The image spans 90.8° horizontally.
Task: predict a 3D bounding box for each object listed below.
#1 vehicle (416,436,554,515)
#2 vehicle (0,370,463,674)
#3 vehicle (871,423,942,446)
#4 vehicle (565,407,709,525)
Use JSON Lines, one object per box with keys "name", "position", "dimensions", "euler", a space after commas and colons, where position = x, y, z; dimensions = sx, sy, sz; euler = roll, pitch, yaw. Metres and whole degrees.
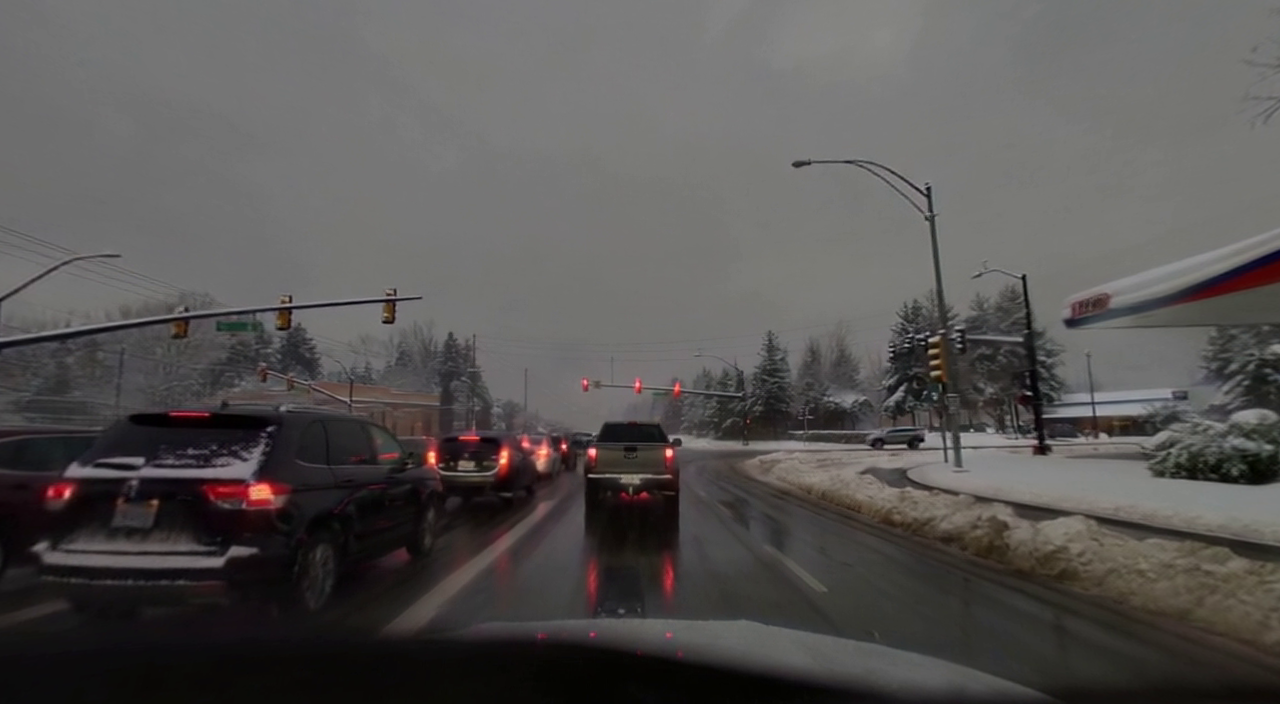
{"name": "vehicle", "position": [-3.112, 2.572, 13.614], "dimensions": [1.881, 1.424, 4.098], "euler": [0, -9, 1]}
{"name": "vehicle", "position": [-3.311, 1.279, 5.798], "dimensions": [2.096, 1.718, 4.266], "euler": [0, -9, 1]}
{"name": "vehicle", "position": [20.468, 6.354, 48.631], "dimensions": [4.548, 1.730, 2.013], "euler": [1, -9, -5]}
{"name": "vehicle", "position": [-0.068, 2.138, 12.359], "dimensions": [2.224, 1.819, 5.005], "euler": [0, -9, -1]}
